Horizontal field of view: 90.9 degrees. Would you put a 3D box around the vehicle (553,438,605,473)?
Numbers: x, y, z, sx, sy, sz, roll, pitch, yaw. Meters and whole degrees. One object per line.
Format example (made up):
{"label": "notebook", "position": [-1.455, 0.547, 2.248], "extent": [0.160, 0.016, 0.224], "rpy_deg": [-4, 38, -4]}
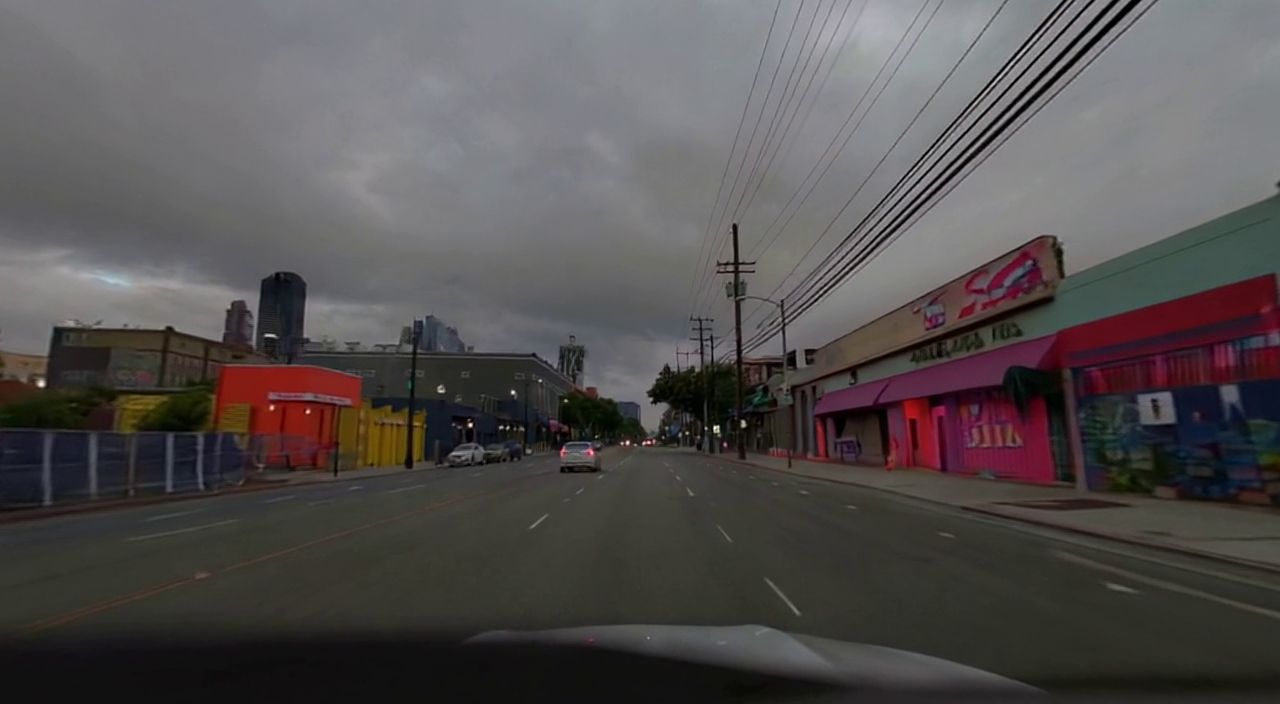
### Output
{"label": "vehicle", "position": [-2.885, 5.031, 31.007], "extent": [2.036, 1.589, 4.549], "rpy_deg": [0, -8, 1]}

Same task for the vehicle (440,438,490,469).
{"label": "vehicle", "position": [-11.728, 6.791, 42.446], "extent": [2.052, 1.898, 4.253], "rpy_deg": [0, -8, 1]}
